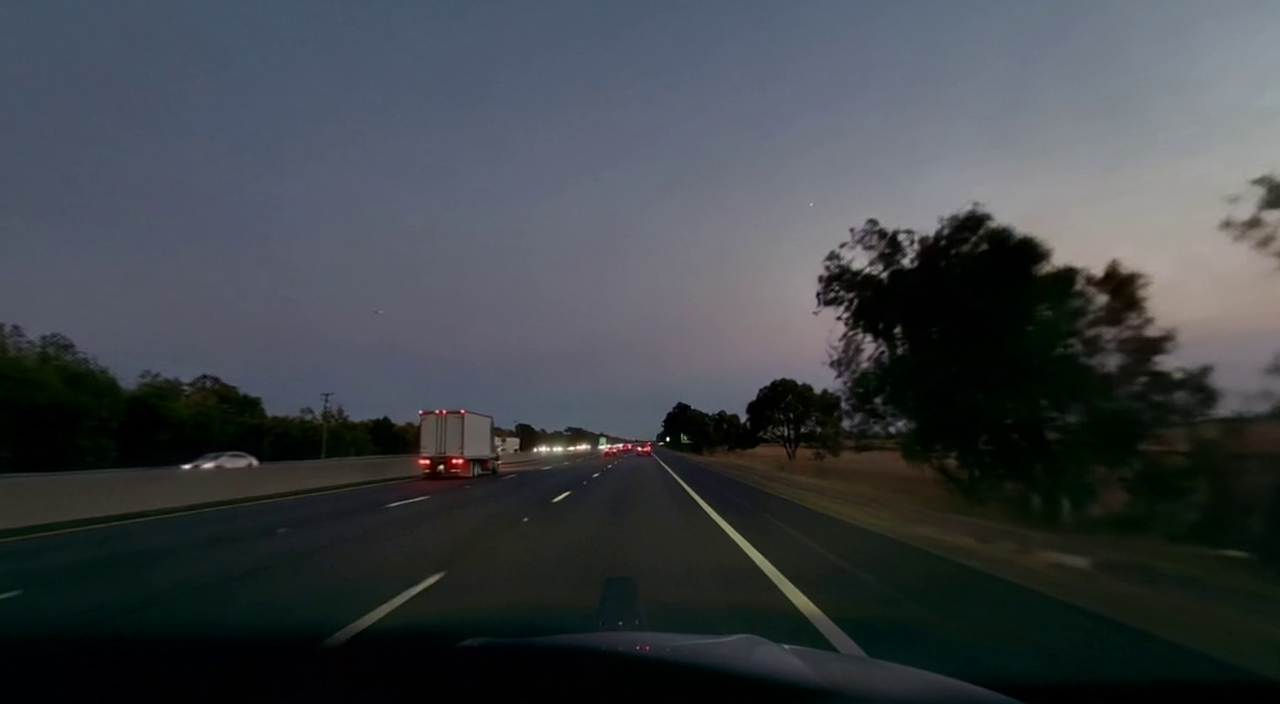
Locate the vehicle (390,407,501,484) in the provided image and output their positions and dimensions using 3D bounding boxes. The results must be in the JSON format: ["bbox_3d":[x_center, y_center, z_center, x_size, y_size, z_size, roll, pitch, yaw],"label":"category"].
[{"bbox_3d":[-7.469,3.718,25.027,2.444,2.685,5.893,0,-9,1],"label":"vehicle"}]

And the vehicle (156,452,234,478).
[{"bbox_3d":[-29.366,7.450,41.732,1.945,1.521,4.401,0,-9,1],"label":"vehicle"}]
